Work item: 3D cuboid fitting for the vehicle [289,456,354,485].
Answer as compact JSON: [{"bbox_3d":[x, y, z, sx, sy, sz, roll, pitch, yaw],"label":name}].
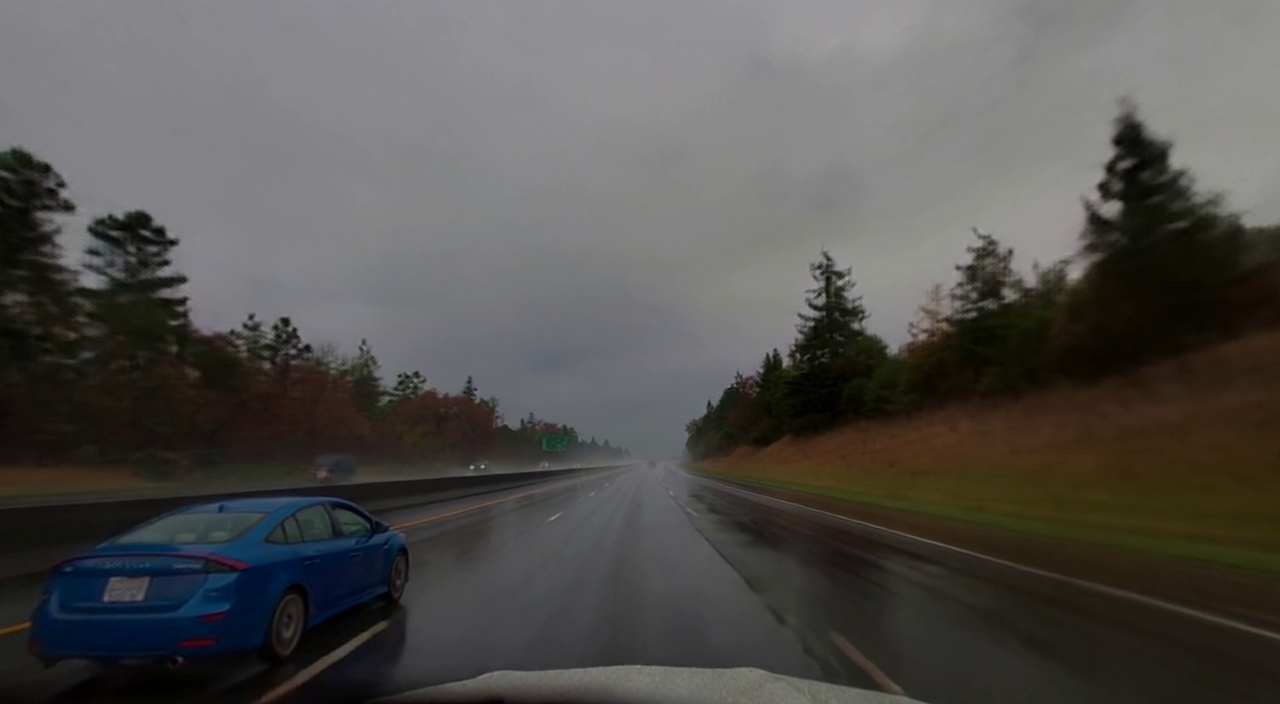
[{"bbox_3d":[-19.234,7.188,38.199,1.852,1.654,3.850,1,-10,0],"label":"vehicle"}]
